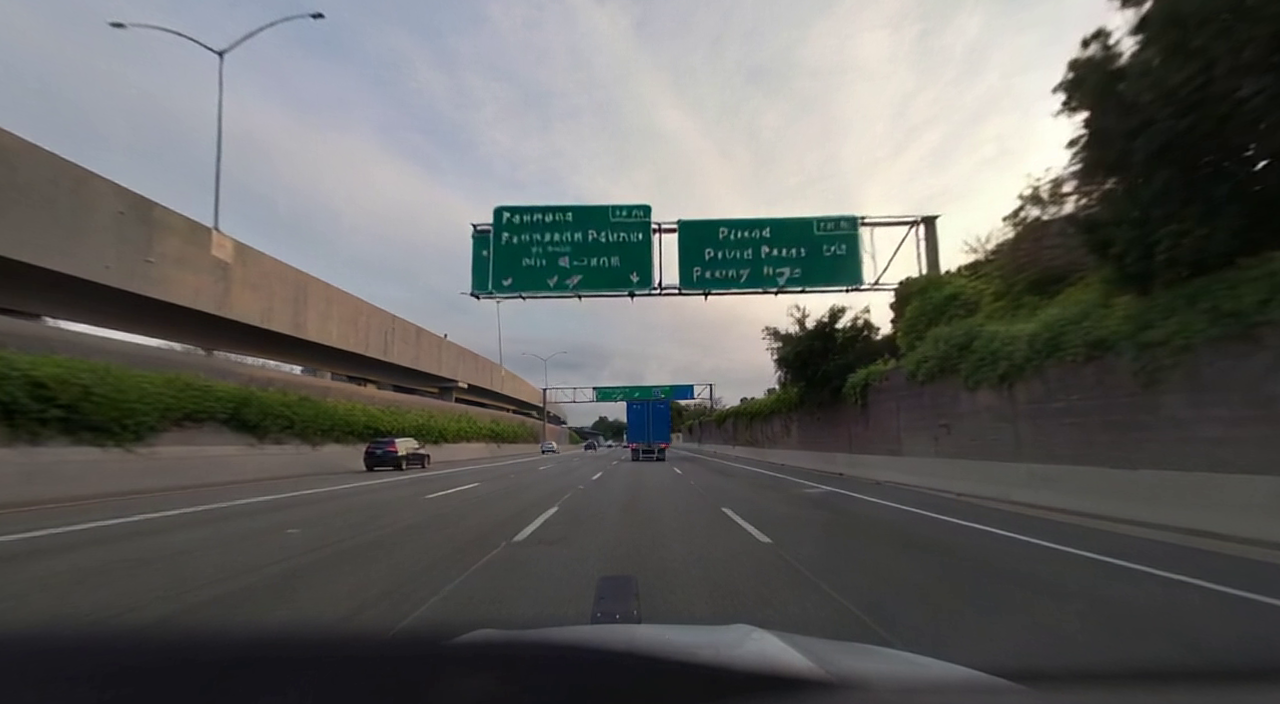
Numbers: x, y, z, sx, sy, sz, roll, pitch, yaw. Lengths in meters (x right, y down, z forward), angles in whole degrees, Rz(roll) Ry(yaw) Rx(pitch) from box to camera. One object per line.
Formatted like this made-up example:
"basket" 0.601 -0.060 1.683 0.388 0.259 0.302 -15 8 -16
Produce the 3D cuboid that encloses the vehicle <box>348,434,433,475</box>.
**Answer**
"vehicle" -10.508 4.343 26.936 1.919 1.625 4.183 0 -8 0

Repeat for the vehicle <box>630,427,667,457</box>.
"vehicle" 0.436 5.346 37.452 2.052 1.666 4.358 0 -9 0

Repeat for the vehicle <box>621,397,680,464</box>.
"vehicle" 0.399 5.195 40.664 3.233 3.678 11.032 0 -9 -2
